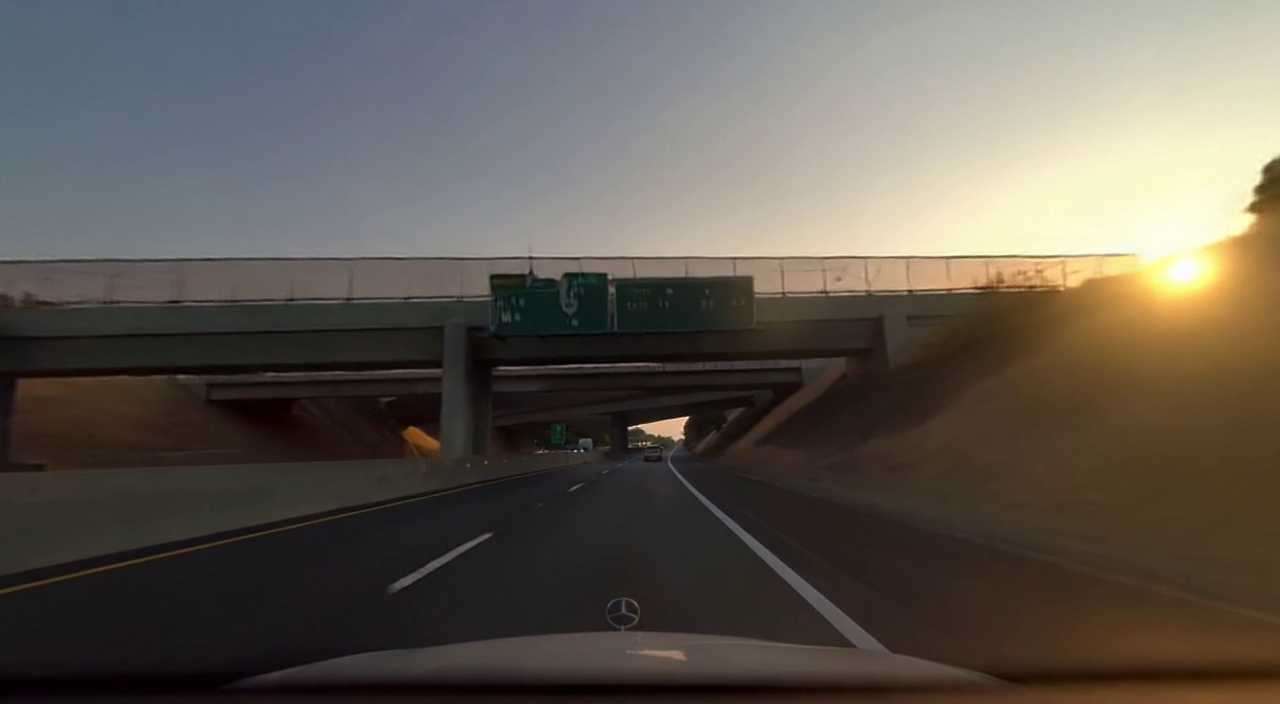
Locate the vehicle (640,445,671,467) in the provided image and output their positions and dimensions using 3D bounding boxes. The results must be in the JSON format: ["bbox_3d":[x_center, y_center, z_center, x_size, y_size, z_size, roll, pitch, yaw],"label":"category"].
[{"bbox_3d":[1.151,7.809,47.421,2.221,1.603,4.149,-1,-9,2],"label":"vehicle"}]
